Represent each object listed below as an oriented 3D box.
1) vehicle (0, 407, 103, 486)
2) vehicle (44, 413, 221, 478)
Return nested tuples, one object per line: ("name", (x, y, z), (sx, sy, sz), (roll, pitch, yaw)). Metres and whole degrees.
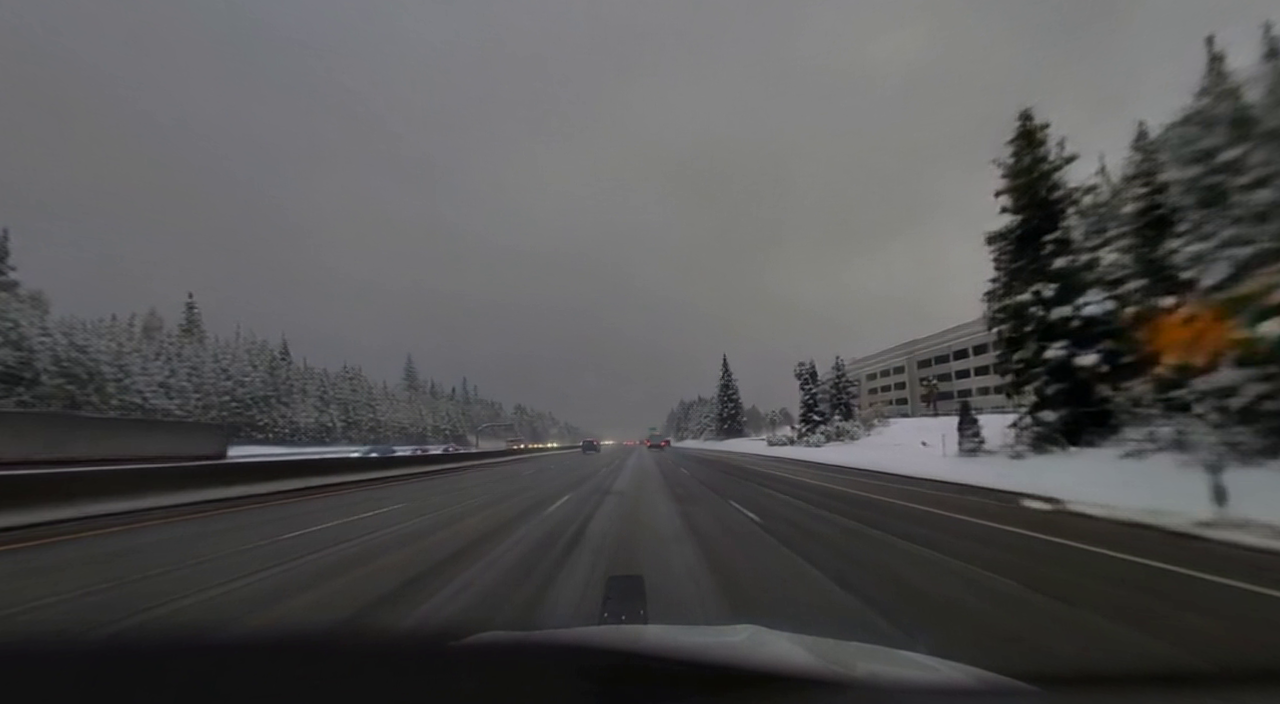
("vehicle", (-30.688, 4.349, 28.858), (2.791, 3.539, 10.161), (0, -8, 1))
("vehicle", (-30.702, 5.761, 38.812), (2.793, 3.516, 9.628), (0, -8, 0))
